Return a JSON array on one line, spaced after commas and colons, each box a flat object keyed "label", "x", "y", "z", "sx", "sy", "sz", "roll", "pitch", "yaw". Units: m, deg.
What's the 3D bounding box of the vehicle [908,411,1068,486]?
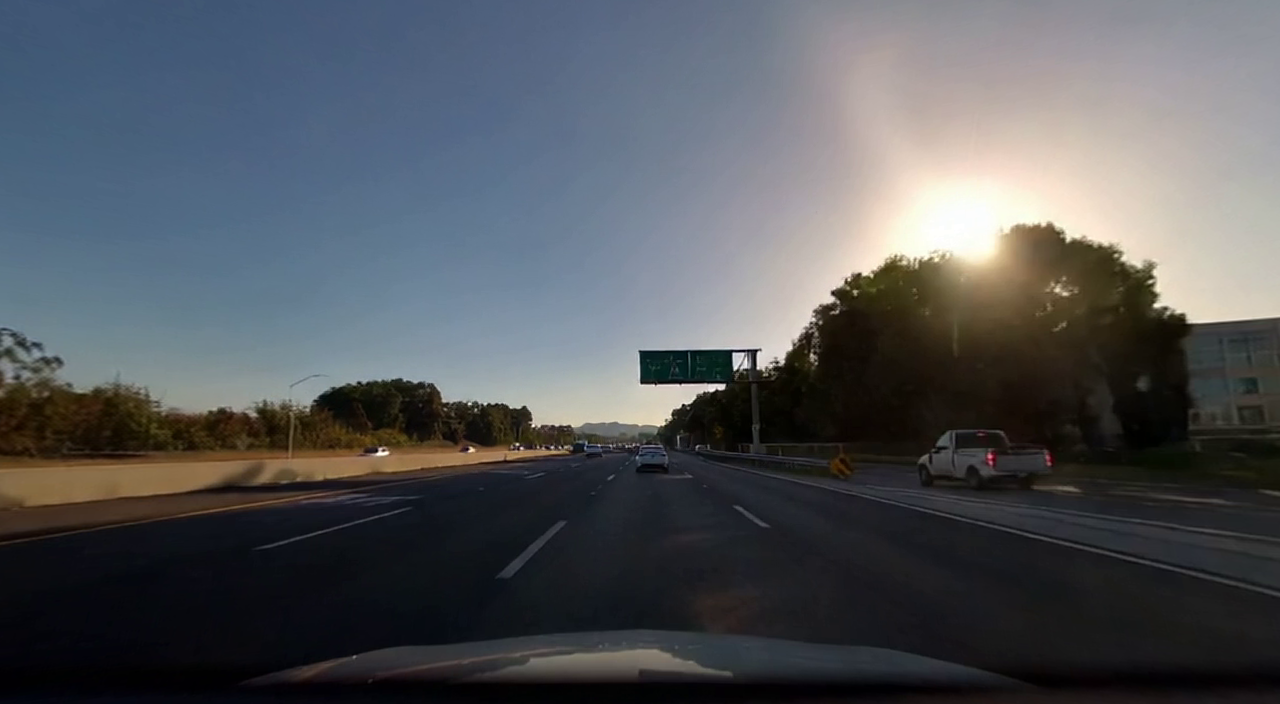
[{"label": "vehicle", "x": 12.607, "y": 3.563, "z": 23.537, "sx": 2.336, "sy": 2.415, "sz": 6.056, "roll": 0, "pitch": -8, "yaw": -2}]

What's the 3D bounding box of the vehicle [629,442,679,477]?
[{"label": "vehicle", "x": 0.601, "y": 4.907, "z": 29.152, "sx": 2.112, "sy": 1.482, "sz": 4.082, "roll": 0, "pitch": -8, "yaw": 0}]
